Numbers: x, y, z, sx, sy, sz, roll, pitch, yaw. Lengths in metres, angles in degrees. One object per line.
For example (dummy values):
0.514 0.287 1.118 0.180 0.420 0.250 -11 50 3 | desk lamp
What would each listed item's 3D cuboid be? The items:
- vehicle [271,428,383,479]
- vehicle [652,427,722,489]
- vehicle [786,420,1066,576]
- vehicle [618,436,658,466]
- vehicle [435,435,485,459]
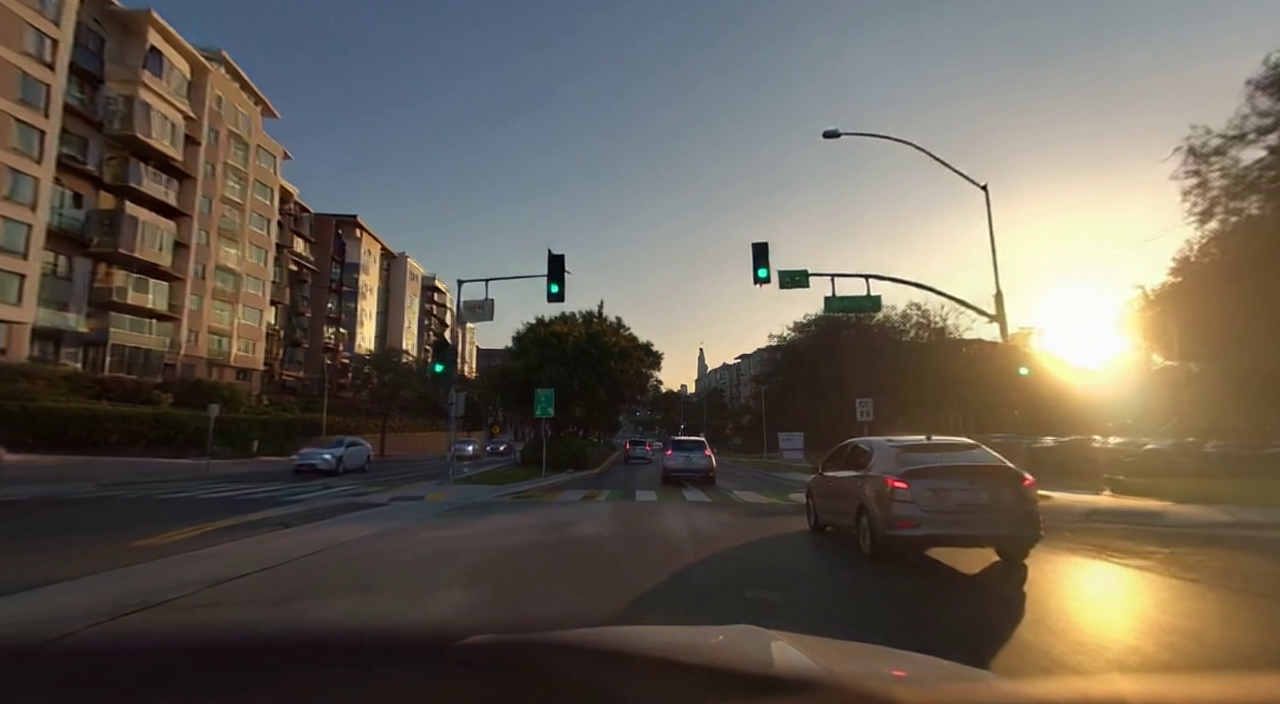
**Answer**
-12.530 4.111 25.765 2.076 1.836 4.847 0 -8 0 | vehicle
1.728 3.754 22.777 2.206 1.858 5.332 1 -8 5 | vehicle
3.497 1.841 8.768 1.906 1.608 4.137 0 -8 0 | vehicle
-0.131 5.447 34.877 2.059 1.492 3.925 0 -8 -1 | vehicle
-12.216 6.483 43.175 1.969 1.566 4.549 0 -8 1 | vehicle
